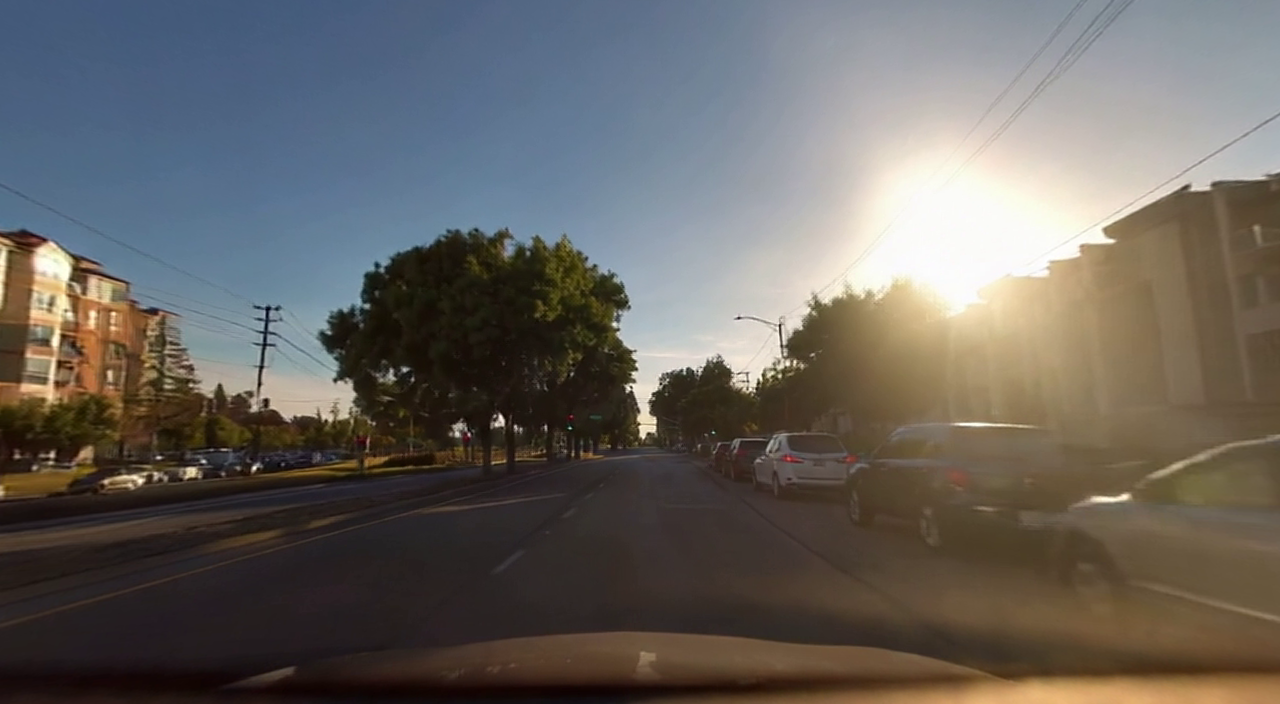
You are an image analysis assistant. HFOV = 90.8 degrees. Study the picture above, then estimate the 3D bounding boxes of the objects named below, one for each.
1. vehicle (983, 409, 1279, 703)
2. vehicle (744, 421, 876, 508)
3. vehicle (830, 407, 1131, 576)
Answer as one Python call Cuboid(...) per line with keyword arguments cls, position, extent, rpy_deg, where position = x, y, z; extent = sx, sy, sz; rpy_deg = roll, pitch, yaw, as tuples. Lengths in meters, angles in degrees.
Cuboid(cls="vehicle", position=(3.905, 1.036, 3.014), extent=(1.925, 1.505, 4.895), rpy_deg=(0, -8, 2))
Cuboid(cls="vehicle", position=(4.249, 2.909, 16.785), extent=(2.056, 1.941, 4.955), rpy_deg=(0, -8, -1))
Cuboid(cls="vehicle", position=(4.295, 1.818, 8.993), extent=(1.936, 1.778, 4.378), rpy_deg=(0, -9, 2))
